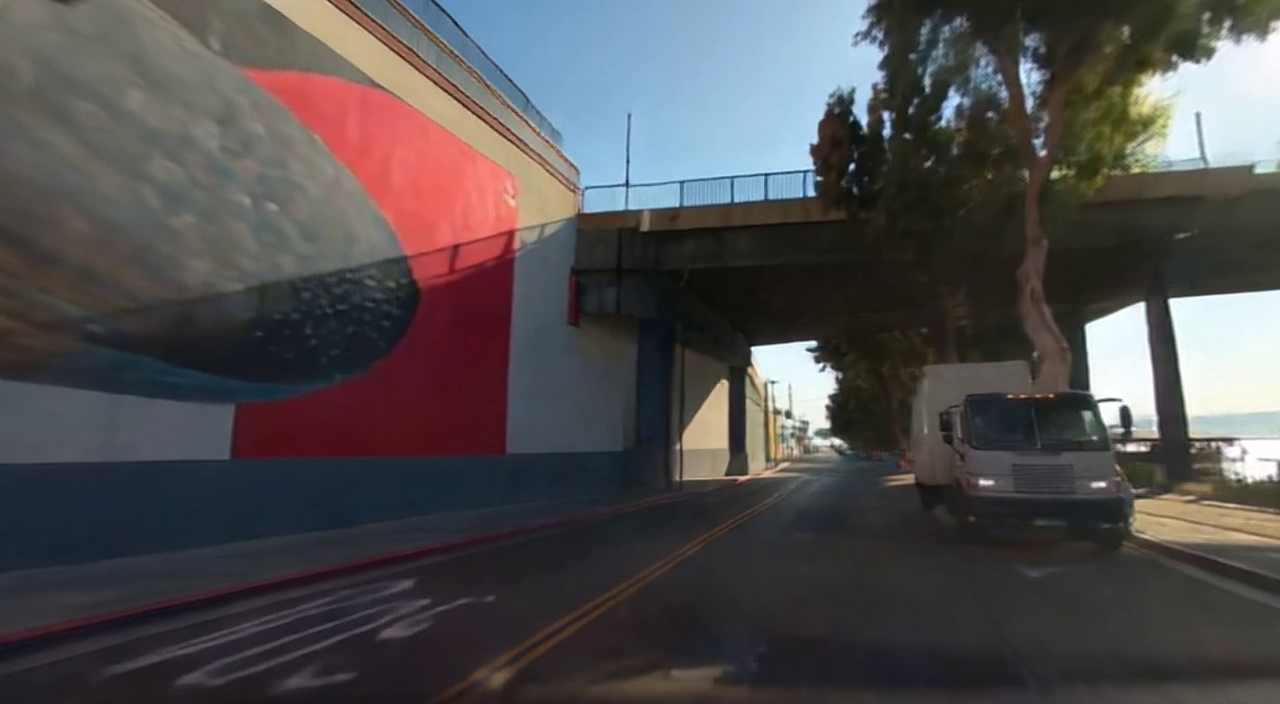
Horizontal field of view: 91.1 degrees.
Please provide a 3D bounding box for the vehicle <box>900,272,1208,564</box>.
[{"bbox_3d":[7.487,1.533,13.246,2.849,3.893,9.347,-3,-9,18],"label":"vehicle"}]
